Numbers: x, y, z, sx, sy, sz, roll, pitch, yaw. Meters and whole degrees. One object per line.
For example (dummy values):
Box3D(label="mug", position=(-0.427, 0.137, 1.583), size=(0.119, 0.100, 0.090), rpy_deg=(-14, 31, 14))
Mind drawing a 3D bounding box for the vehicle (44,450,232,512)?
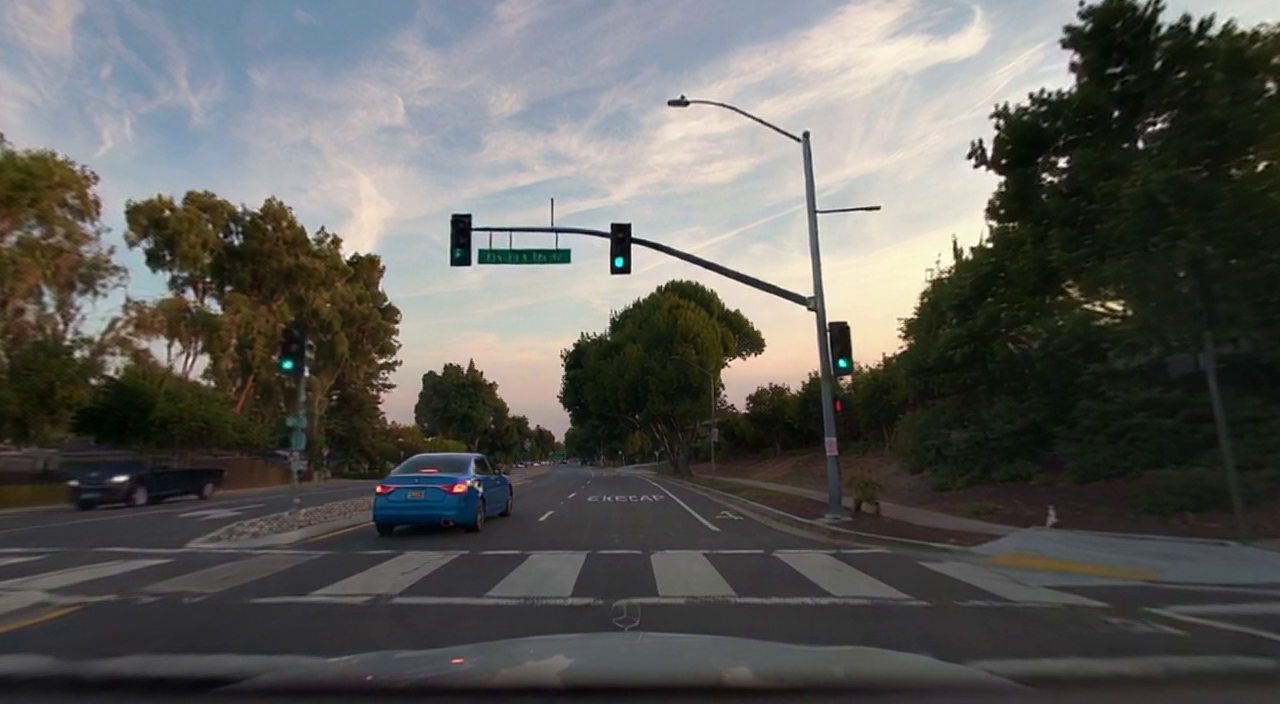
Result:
Box3D(label="vehicle", position=(-17.542, 4.488, 22.613), size=(2.228, 1.879, 5.638), rpy_deg=(0, -9, -2))

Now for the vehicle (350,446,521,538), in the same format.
Box3D(label="vehicle", position=(-3.850, 2.695, 12.857), size=(1.980, 1.508, 4.502), rpy_deg=(0, -9, 0))
